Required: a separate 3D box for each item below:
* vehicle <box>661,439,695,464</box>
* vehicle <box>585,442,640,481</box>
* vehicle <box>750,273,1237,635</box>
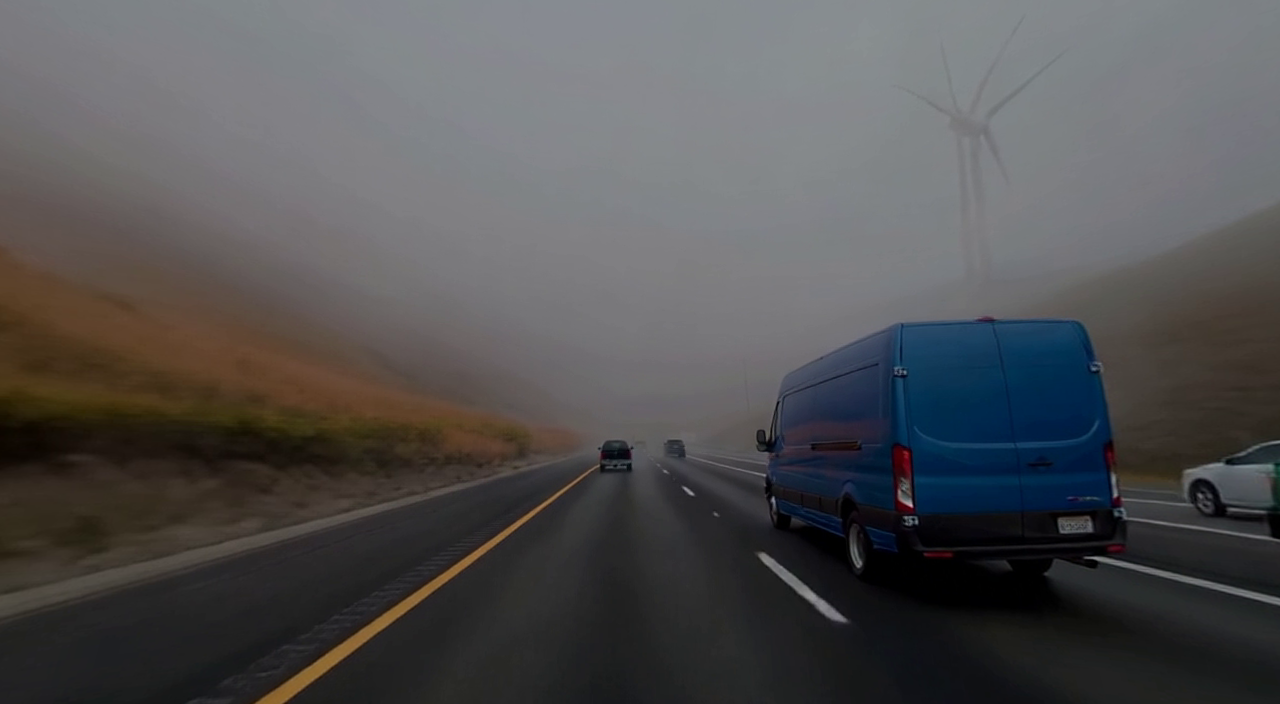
[{"bbox_3d":[2.673,7.185,45.612,2.108,1.717,3.996,0,-9,-2],"label":"vehicle"},{"bbox_3d":[-1.071,4.417,25.820,2.082,1.445,3.826,0,-8,-1],"label":"vehicle"},{"bbox_3d":[3.026,1.125,7.500,2.365,2.630,5.754,0,-9,0],"label":"vehicle"}]
